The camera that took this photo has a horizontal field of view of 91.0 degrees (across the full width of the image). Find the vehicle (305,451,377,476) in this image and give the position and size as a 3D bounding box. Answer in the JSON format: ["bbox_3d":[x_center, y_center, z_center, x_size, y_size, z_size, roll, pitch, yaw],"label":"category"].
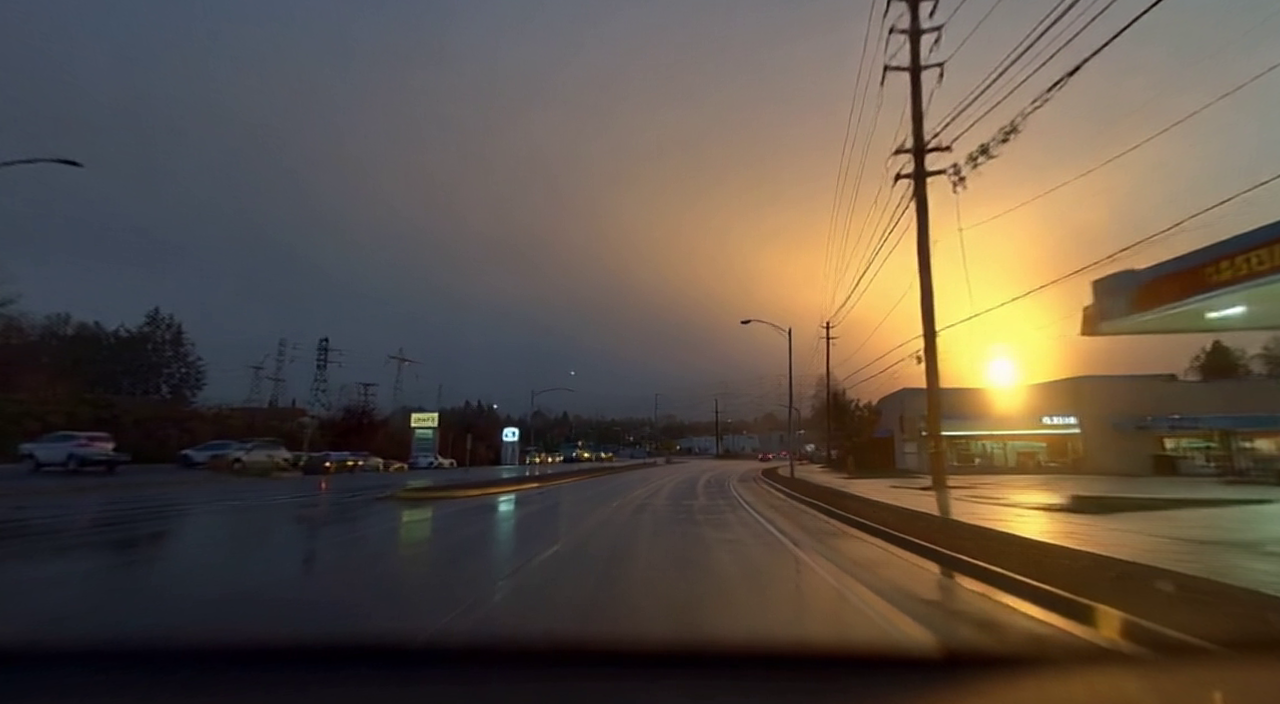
[{"bbox_3d":[-19.917,7.413,41.961,4.147,1.562,1.805,-3,-9,18],"label":"vehicle"}]

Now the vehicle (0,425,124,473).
[{"bbox_3d":[-24.519,4.012,26.059,5.426,1.822,2.014,-2,-9,17],"label":"vehicle"}]

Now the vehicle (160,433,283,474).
[{"bbox_3d":[-22.495,5.453,33.892,5.785,2.002,2.241,-4,-9,16],"label":"vehicle"}]
